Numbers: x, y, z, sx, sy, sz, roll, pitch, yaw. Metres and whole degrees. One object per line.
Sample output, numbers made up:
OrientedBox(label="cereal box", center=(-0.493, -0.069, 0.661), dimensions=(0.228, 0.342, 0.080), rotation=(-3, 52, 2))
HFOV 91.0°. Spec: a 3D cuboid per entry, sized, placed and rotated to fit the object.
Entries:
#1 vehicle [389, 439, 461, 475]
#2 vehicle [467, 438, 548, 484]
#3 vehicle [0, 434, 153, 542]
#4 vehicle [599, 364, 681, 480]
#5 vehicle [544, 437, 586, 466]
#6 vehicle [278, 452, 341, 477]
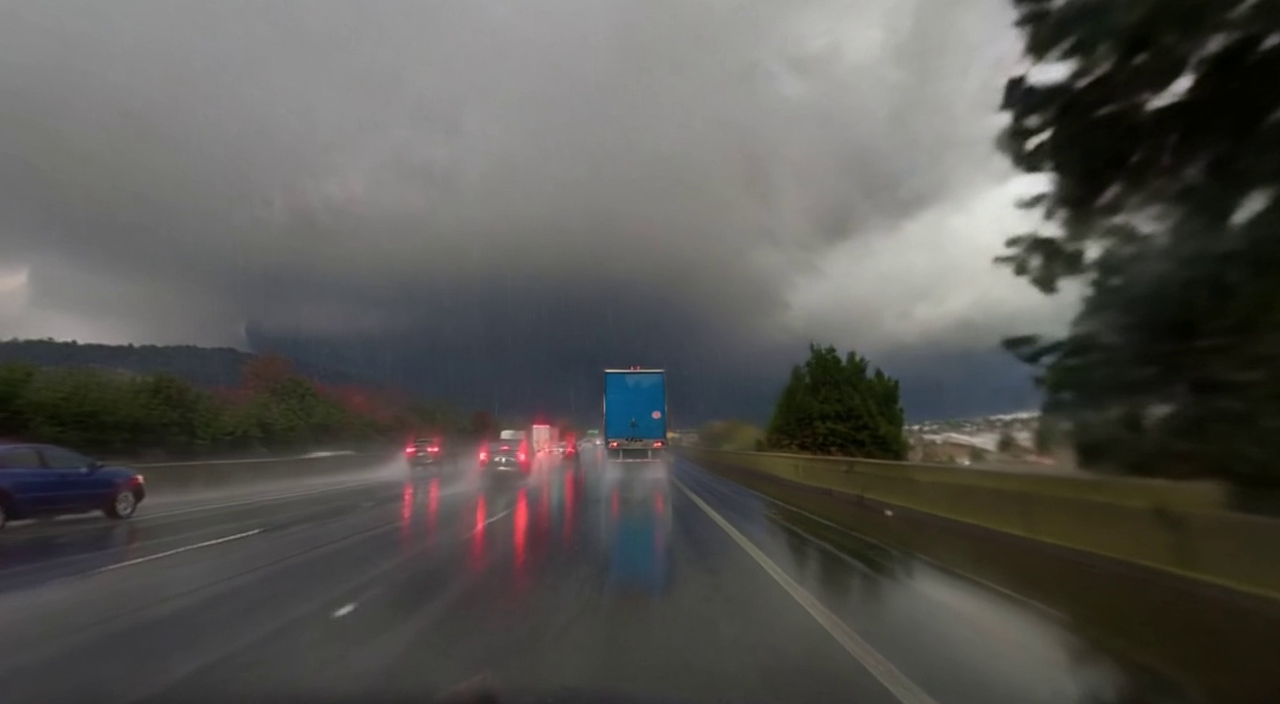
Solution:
OrientedBox(label="vehicle", center=(-10.262, 4.999, 30.370), dimensions=(1.952, 1.590, 4.090), rotation=(0, -8, 1))
OrientedBox(label="vehicle", center=(-4.864, 4.046, 23.714), dimensions=(2.164, 1.582, 3.979), rotation=(0, -8, 0))
OrientedBox(label="vehicle", center=(-10.048, 2.007, 9.431), dimensions=(1.899, 1.517, 4.554), rotation=(0, -8, -1))
OrientedBox(label="vehicle", center=(-0.223, 3.254, 27.847), dimensions=(2.913, 4.113, 10.724), rotation=(0, -8, -2))
OrientedBox(label="vehicle", center=(-4.597, 6.150, 39.171), dimensions=(2.158, 1.680, 4.087), rotation=(0, -8, 0))
OrientedBox(label="vehicle", center=(-21.332, 7.242, 40.834), dimensions=(1.745, 1.444, 4.404), rotation=(-1, -8, 0))
